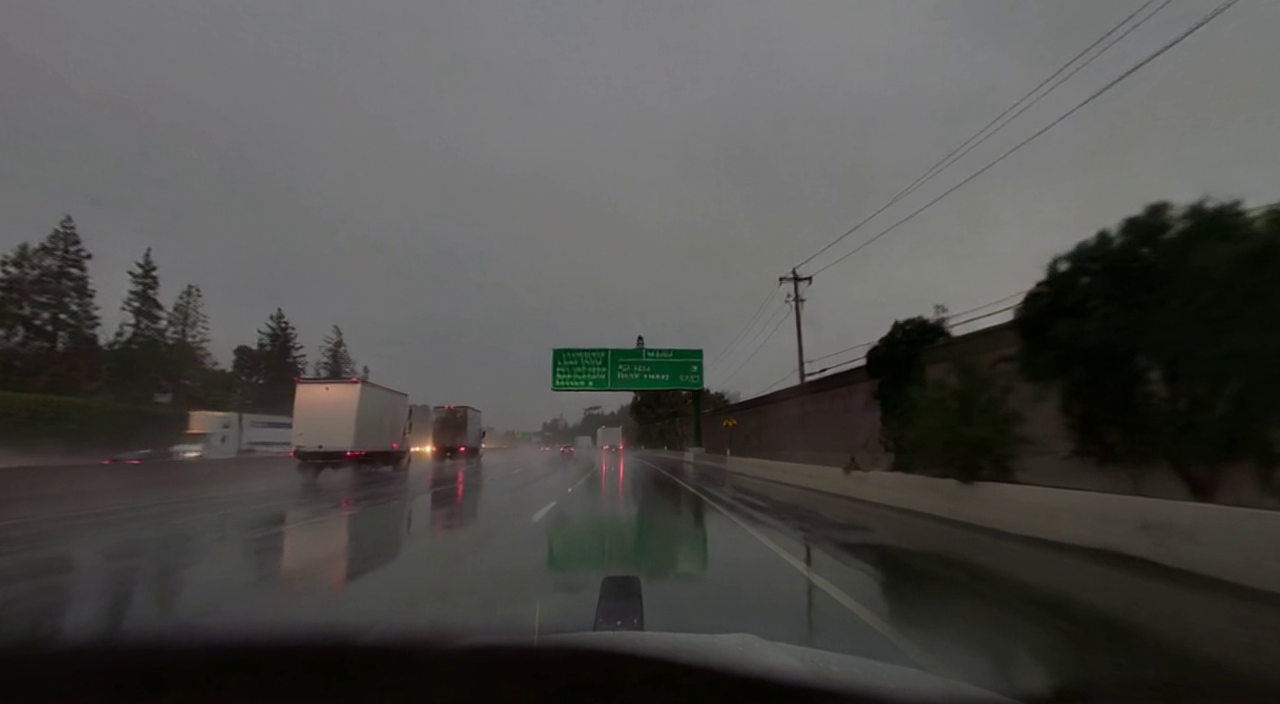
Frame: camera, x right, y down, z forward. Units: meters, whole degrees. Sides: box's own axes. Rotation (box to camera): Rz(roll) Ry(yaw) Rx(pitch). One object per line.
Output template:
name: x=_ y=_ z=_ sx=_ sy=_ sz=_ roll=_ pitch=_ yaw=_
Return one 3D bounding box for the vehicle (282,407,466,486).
vehicle: x=-11.152 y=4.312 z=29.107 sx=3.270 sy=2.674 sz=14.547 roll=1 pitch=-8 yaw=-4

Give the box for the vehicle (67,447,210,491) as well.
vehicle: x=-18.670 y=4.341 z=23.900 sx=1.842 sy=1.452 sz=4.612 roll=0 pitch=-8 yaw=-3
